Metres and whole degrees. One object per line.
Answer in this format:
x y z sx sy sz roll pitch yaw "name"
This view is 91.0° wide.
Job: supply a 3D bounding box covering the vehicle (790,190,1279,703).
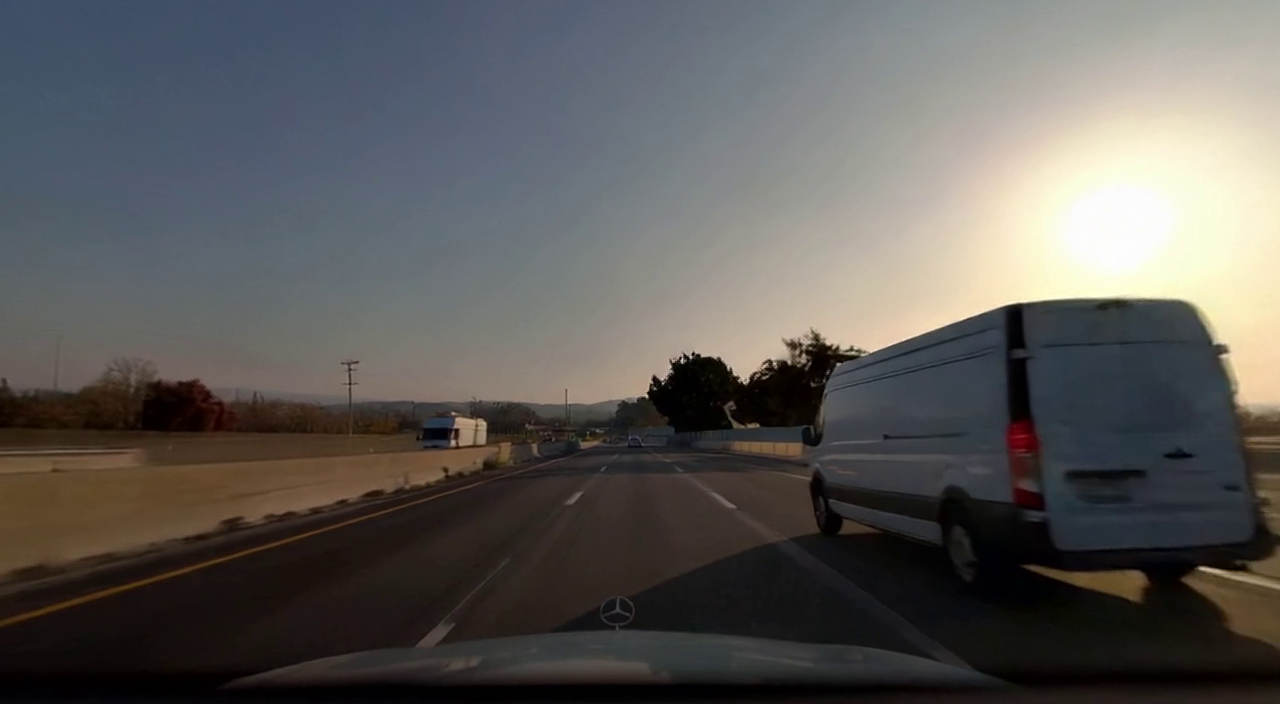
3.735 0.914 6.722 2.431 2.667 6.921 0 -8 -1 "vehicle"
